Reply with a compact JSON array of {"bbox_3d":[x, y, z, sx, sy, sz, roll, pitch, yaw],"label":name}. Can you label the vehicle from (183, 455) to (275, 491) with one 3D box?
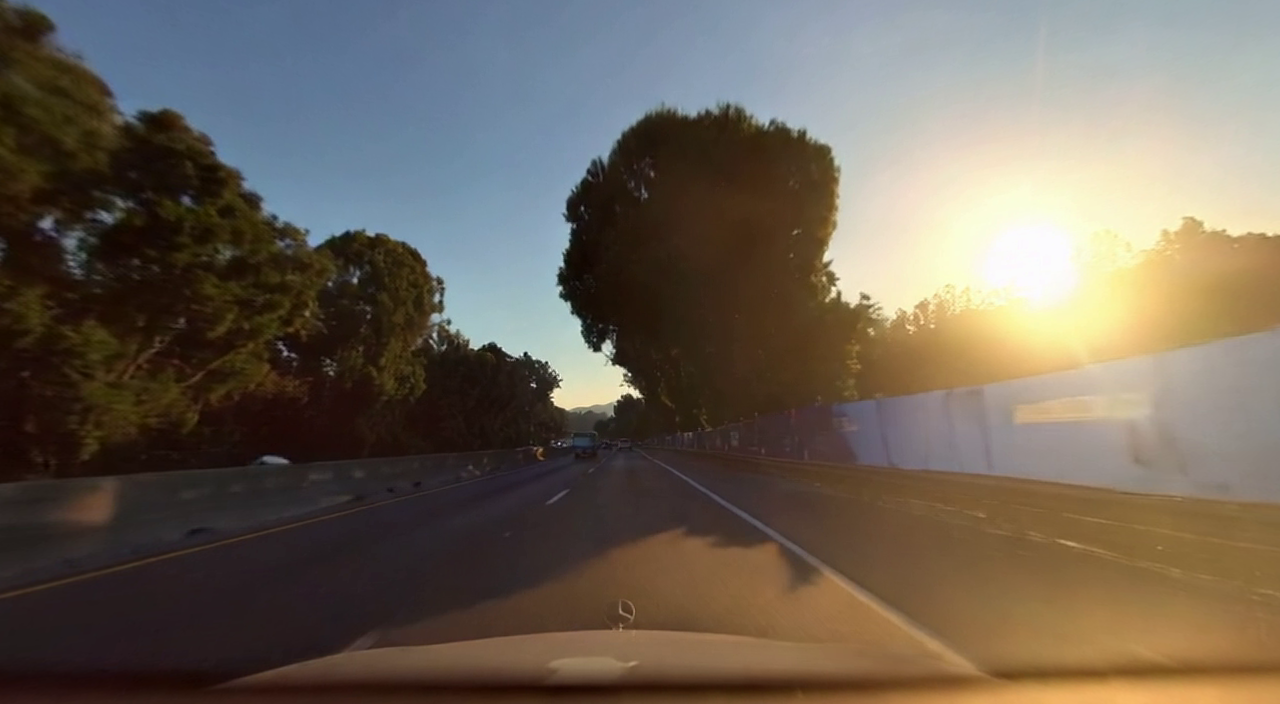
[{"bbox_3d":[-18.633,5.466,28.736,1.767,1.417,3.749,0,-8,-2],"label":"vehicle"}]
